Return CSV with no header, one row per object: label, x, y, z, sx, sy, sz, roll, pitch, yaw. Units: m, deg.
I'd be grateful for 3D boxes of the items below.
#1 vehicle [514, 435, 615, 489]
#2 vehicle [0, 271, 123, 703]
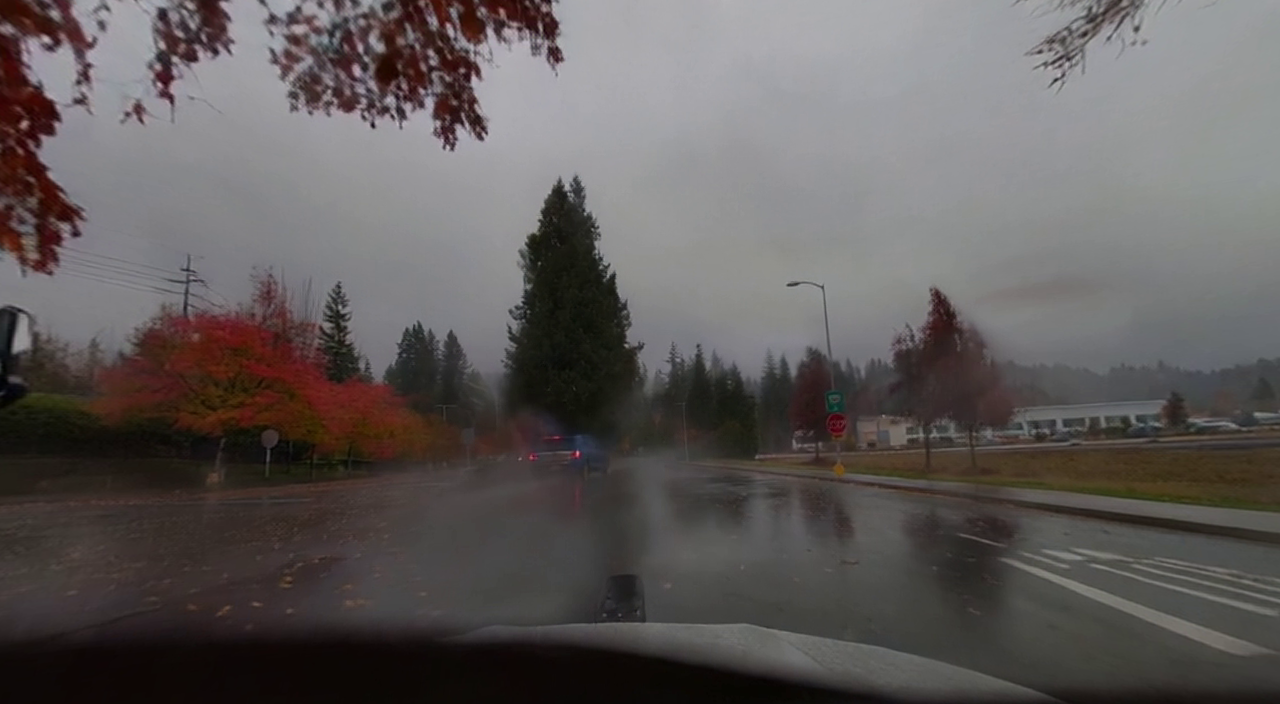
vehicle,-3.012,4.595,26.769,2.284,2.012,5.607,-2,-9,15
vehicle,-3.568,0.425,0.645,2.145,2.038,4.656,0,-9,-2
